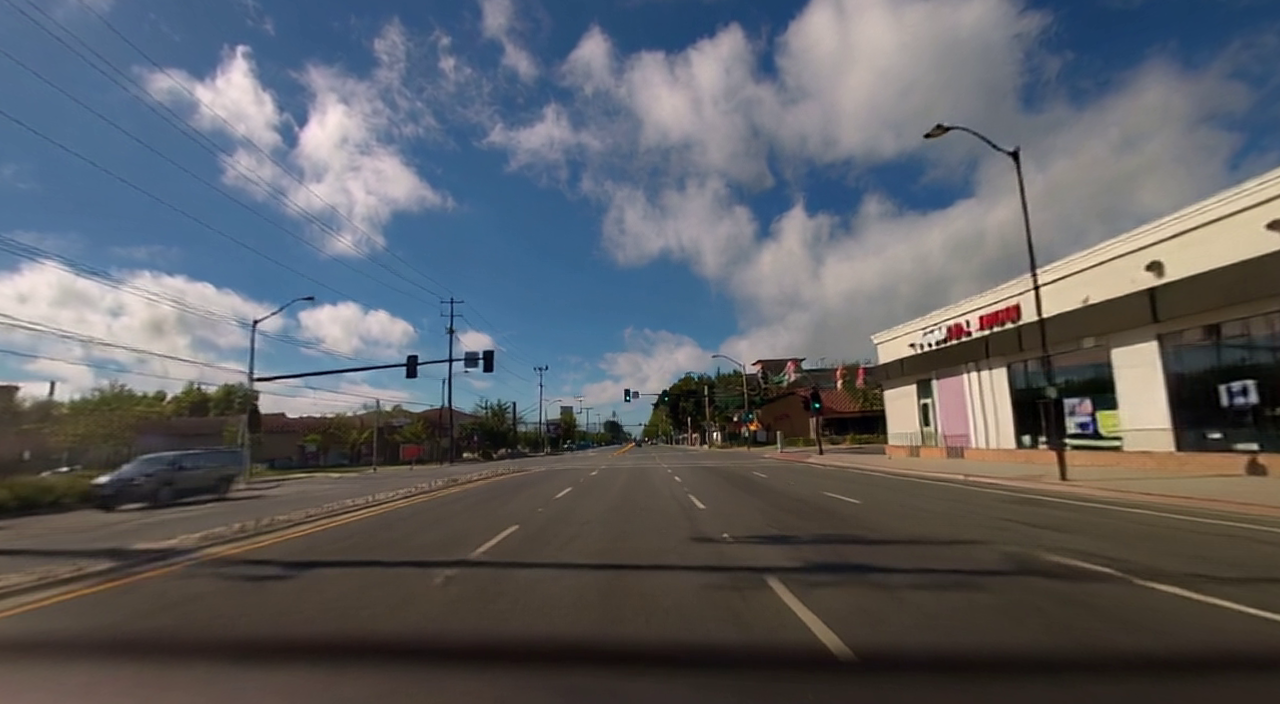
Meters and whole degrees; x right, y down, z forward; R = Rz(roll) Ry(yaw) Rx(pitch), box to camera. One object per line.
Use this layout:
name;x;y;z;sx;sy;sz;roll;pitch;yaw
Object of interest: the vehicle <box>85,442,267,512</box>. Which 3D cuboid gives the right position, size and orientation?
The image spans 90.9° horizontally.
vehicle;-14.592;3.885;20.328;2.208;1.924;5.018;0;-8;-3
